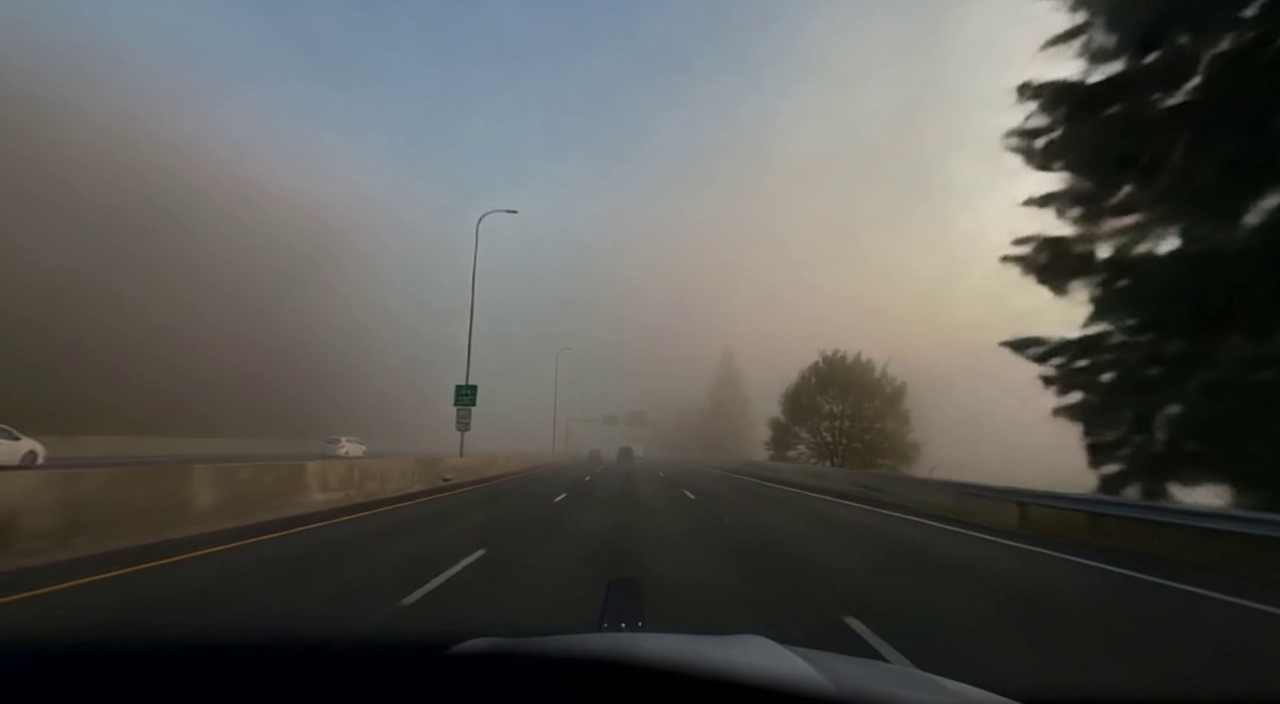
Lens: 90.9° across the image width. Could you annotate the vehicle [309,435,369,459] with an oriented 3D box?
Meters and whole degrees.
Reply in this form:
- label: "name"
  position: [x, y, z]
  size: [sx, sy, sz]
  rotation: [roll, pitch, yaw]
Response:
- label: "vehicle"
  position: [-19.714, 6.286, 41.523]
  size: [1.901, 1.465, 4.173]
  rotation: [0, -9, 0]
